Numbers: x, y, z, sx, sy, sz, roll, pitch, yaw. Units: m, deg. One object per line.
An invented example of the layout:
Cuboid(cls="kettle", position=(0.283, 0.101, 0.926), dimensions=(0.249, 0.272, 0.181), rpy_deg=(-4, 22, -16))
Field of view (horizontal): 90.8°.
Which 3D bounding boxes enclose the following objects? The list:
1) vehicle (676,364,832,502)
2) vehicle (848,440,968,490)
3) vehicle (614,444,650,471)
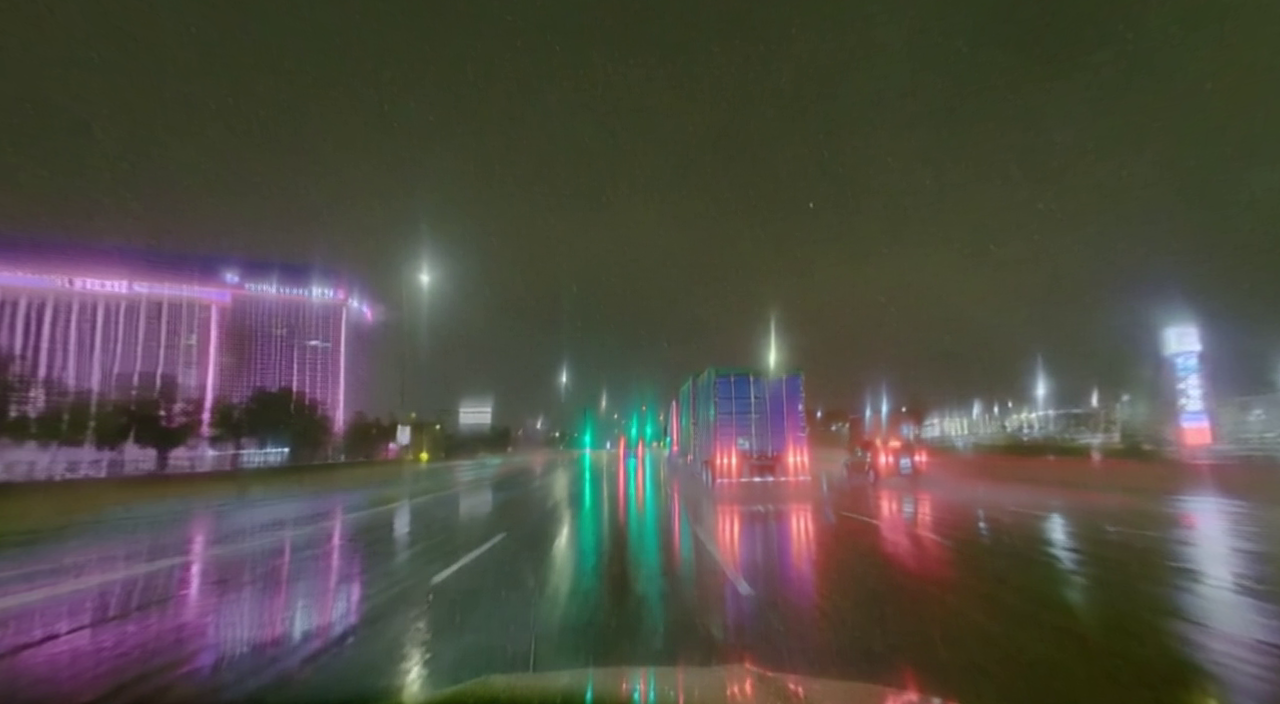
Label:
Cuboid(cls="vehicle", position=(3.056, 2.747, 20.807), dimensions=(2.934, 3.325, 10.986), rpy_deg=(0, -8, -1))
Cuboid(cls="vehicle", position=(8.901, 3.771, 21.510), dimensions=(2.105, 1.494, 4.537), rpy_deg=(0, -8, 0))
Cuboid(cls="vehicle", position=(-0.461, 5.969, 36.035), dimensions=(1.929, 1.395, 3.999), rpy_deg=(0, -8, 0))
